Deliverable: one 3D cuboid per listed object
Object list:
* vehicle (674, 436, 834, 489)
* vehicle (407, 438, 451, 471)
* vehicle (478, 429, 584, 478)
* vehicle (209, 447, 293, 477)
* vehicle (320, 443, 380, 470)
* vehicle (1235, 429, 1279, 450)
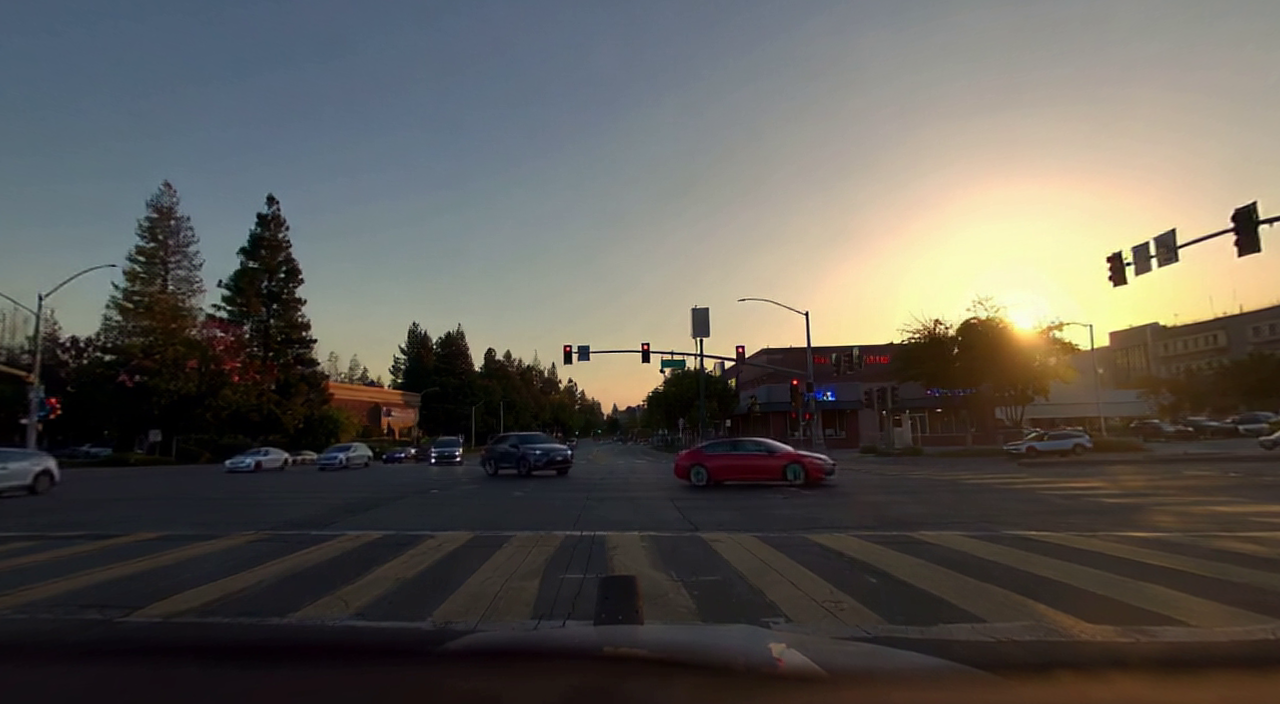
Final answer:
[{"bbox_3d":[3.599,3.445,19.961,4.532,1.467,2.135,-4,-9,25],"label":"vehicle"},{"bbox_3d":[-11.736,5.708,35.389,1.982,1.678,4.180,2,-9,-15],"label":"vehicle"},{"bbox_3d":[-4.752,4.336,27.119,4.767,1.877,2.017,-8,-12,44],"label":"vehicle"},{"bbox_3d":[-23.208,6.567,37.924,2.041,1.642,4.628,0,-9,0],"label":"vehicle"},{"bbox_3d":[-19.772,7.149,43.301,2.088,1.743,4.417,0,-9,-1],"label":"vehicle"},{"bbox_3d":[45.683,6.275,45.256,1.786,1.412,4.330,0,-9,0],"label":"vehicle"}]
